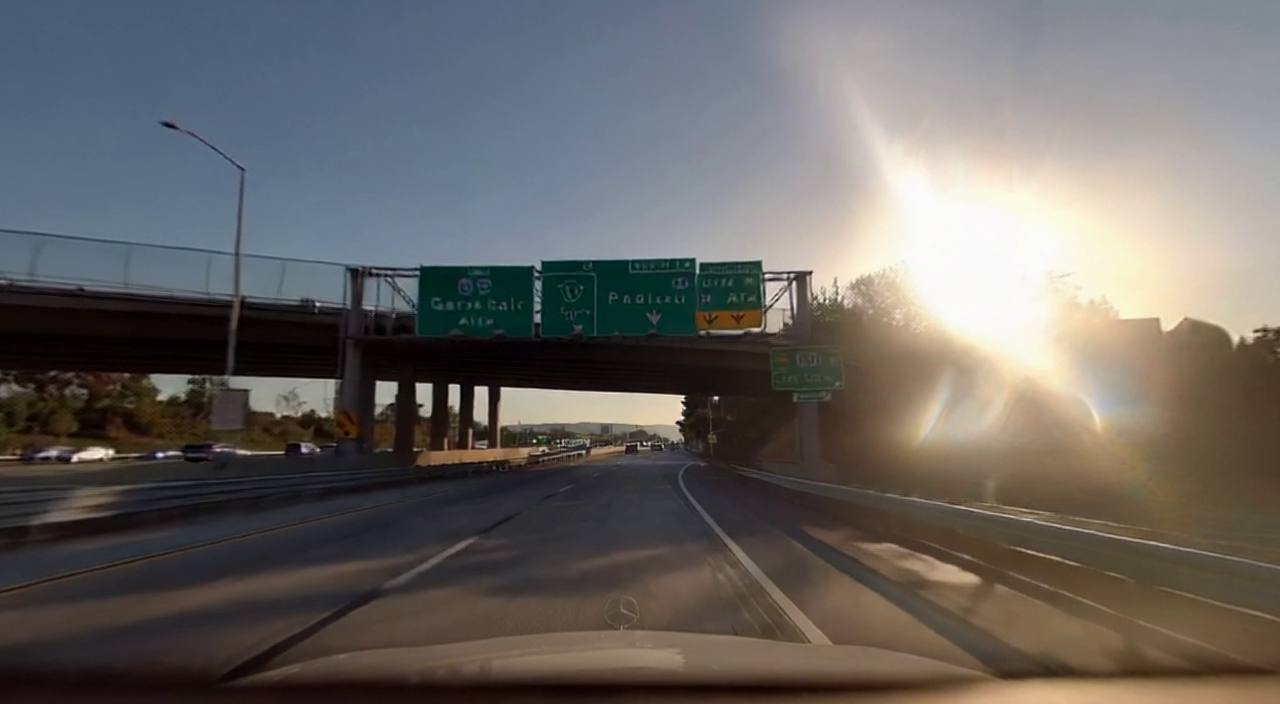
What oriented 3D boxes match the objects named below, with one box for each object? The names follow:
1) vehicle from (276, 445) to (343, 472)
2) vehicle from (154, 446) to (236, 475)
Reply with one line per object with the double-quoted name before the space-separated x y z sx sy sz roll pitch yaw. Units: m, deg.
"vehicle" -20.428 6.570 39.241 2.271 1.537 4.029 1 -9 -6
"vehicle" -25.156 6.132 35.939 1.829 1.520 4.505 1 -9 -7
